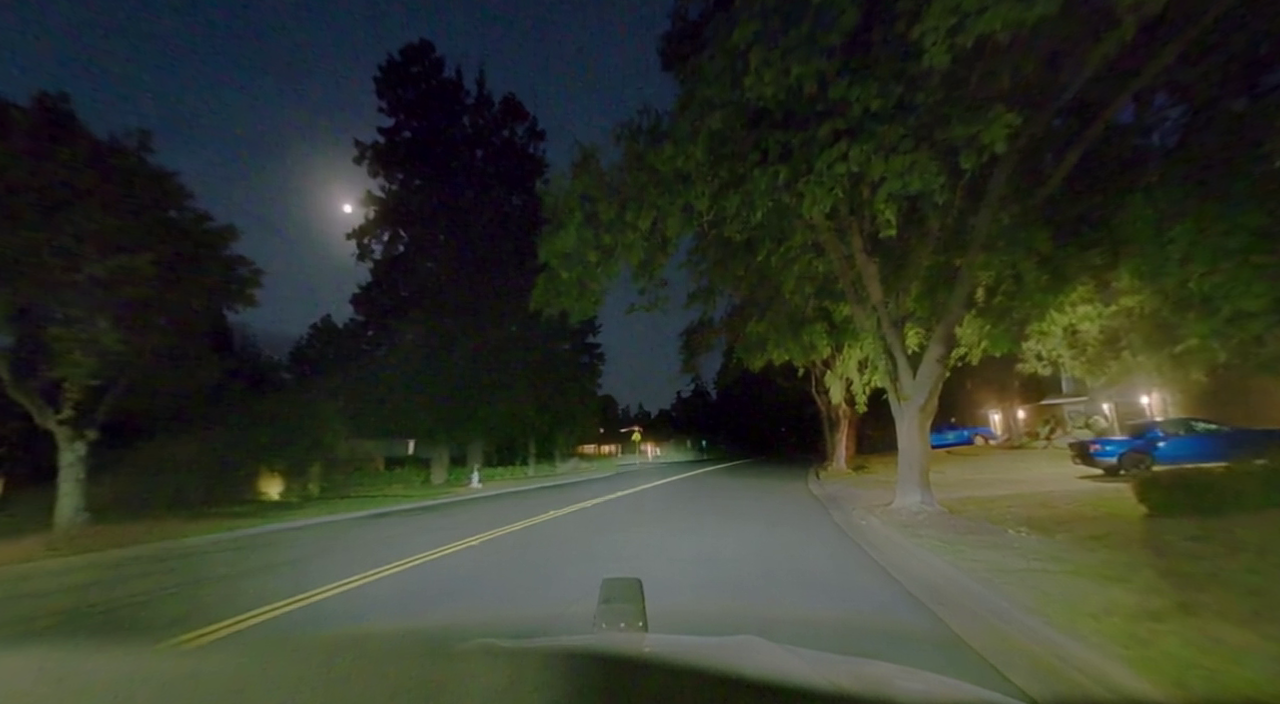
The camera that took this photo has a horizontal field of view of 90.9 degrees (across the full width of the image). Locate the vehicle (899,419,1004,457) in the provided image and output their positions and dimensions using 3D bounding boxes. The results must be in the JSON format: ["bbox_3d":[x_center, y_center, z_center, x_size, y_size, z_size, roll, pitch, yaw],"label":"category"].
[{"bbox_3d":[19.676,5.563,40.173,5.704,1.788,2.095,-9,-13,21],"label":"vehicle"}]

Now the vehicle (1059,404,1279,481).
[{"bbox_3d":[13.184,2.165,15.137,4.644,1.441,2.074,-8,-11,18],"label":"vehicle"}]
